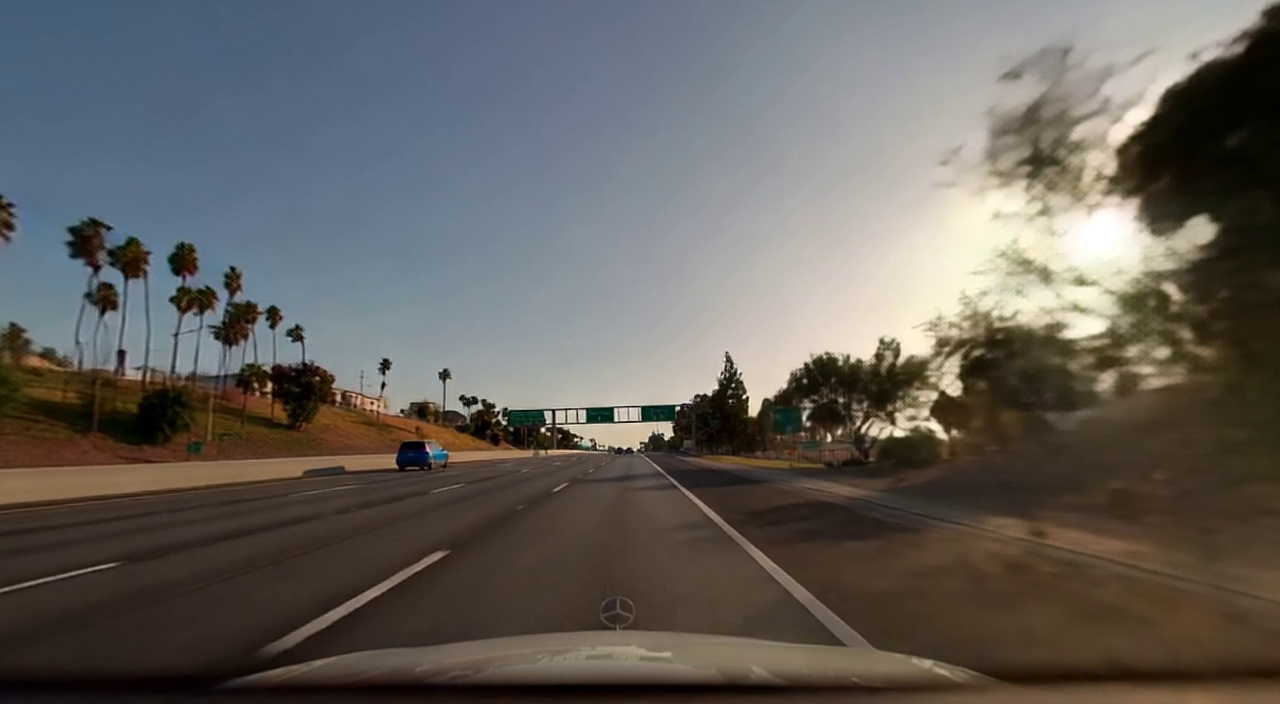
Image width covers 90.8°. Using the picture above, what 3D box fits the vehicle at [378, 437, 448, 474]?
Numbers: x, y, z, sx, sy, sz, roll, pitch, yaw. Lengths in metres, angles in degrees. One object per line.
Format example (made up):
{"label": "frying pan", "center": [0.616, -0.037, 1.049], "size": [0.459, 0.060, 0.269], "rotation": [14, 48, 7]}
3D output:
{"label": "vehicle", "center": [-11.829, 5.423, 33.271], "size": [2.016, 1.754, 4.543], "rotation": [0, -9, 0]}
